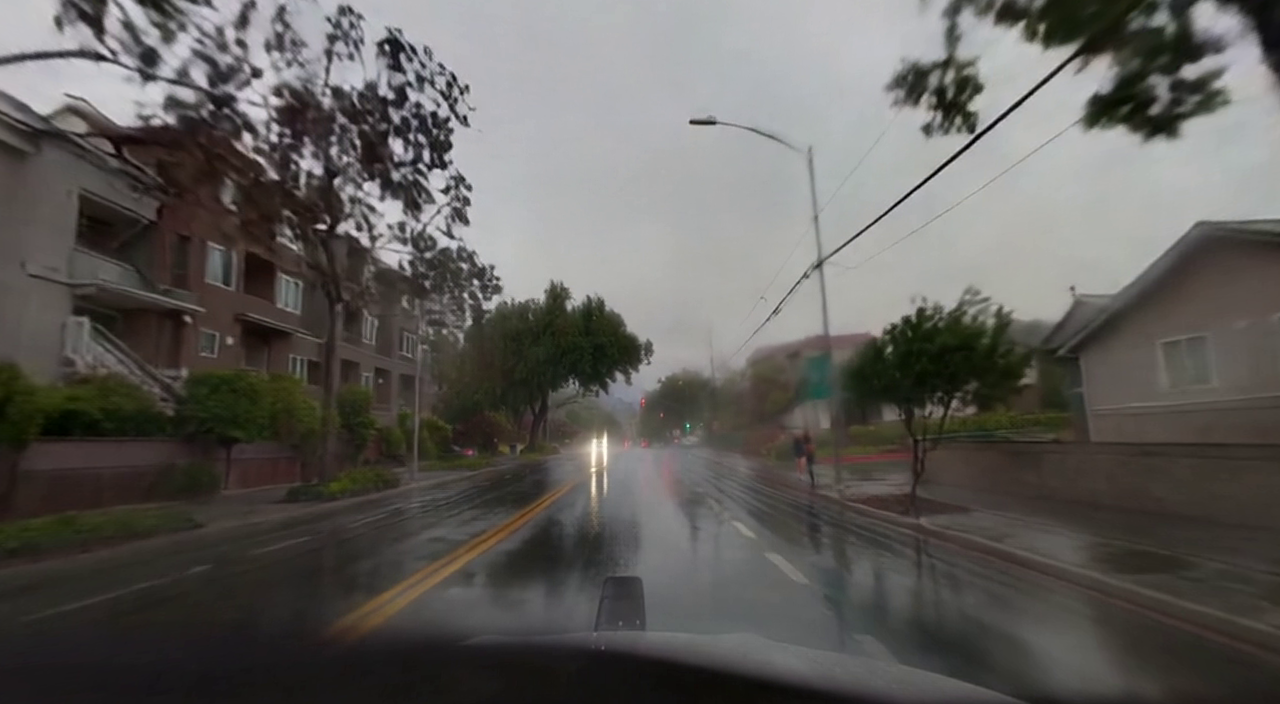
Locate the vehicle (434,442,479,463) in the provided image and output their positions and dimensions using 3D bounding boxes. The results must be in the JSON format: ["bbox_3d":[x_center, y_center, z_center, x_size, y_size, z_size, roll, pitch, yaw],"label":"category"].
[{"bbox_3d":[-12.857,7.089,44.526,1.934,1.389,4.364,0,-9,-1],"label":"vehicle"}]
